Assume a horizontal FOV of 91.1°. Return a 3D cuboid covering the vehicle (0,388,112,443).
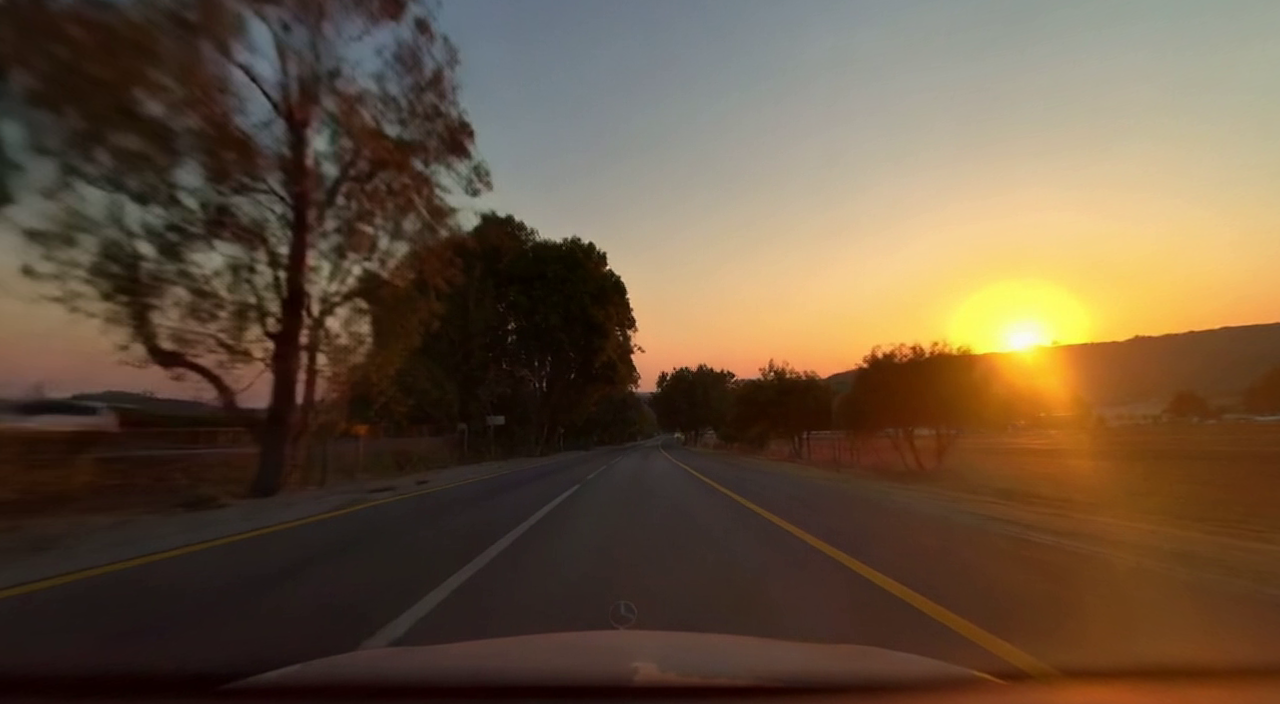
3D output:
[{"bbox_3d":[-19.800,2.098,20.111,1.846,1.589,4.483,0,-8,0],"label":"vehicle"}]
